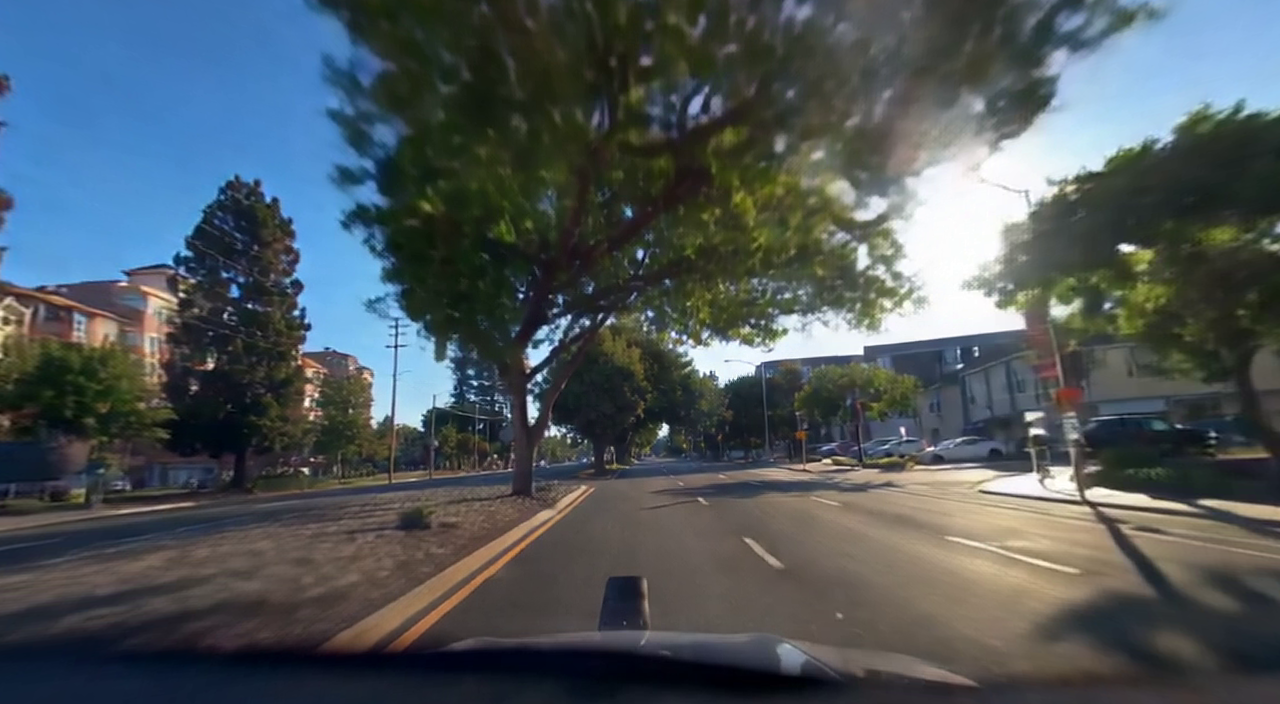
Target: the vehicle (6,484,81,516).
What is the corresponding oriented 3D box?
[{"bbox_3d":[-40.711,10.104,43.083,3.731,1.455,1.697,-10,-10,5],"label":"vehicle"}]
